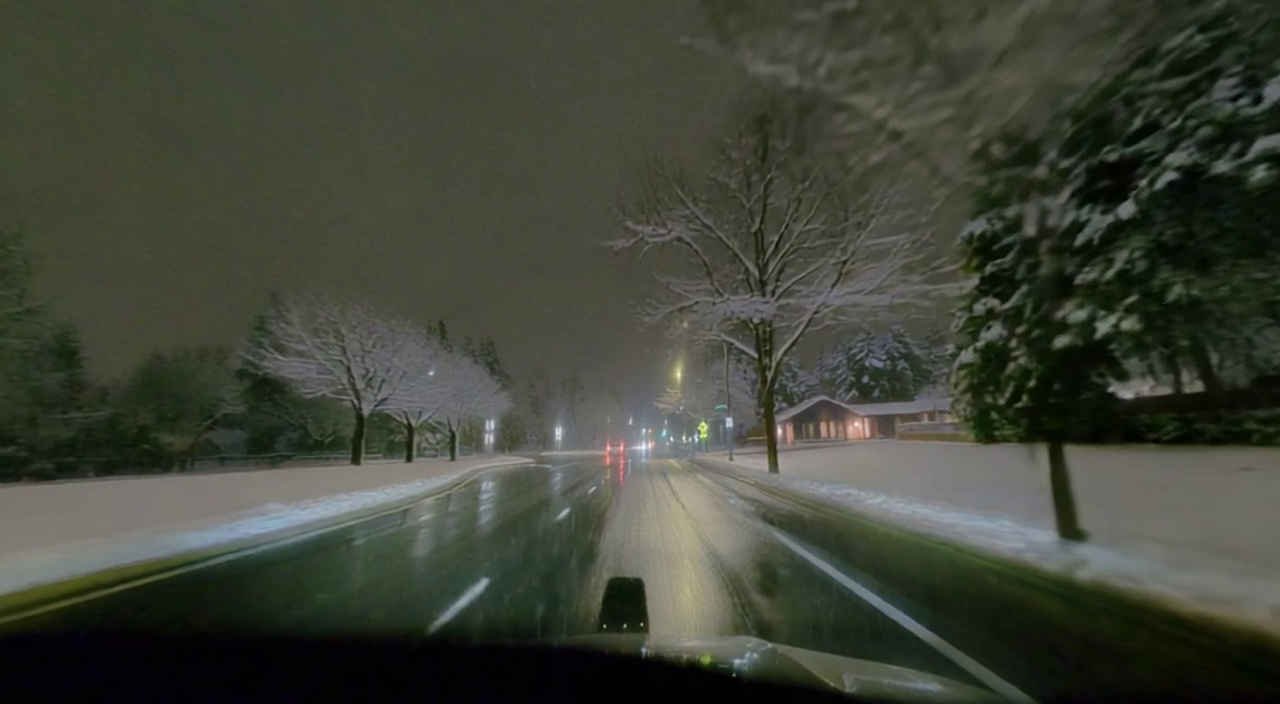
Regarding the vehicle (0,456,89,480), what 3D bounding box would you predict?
[{"bbox_3d":[-43.182,8.224,44.969,2.138,1.434,5.611,1,-8,8],"label":"vehicle"}]
